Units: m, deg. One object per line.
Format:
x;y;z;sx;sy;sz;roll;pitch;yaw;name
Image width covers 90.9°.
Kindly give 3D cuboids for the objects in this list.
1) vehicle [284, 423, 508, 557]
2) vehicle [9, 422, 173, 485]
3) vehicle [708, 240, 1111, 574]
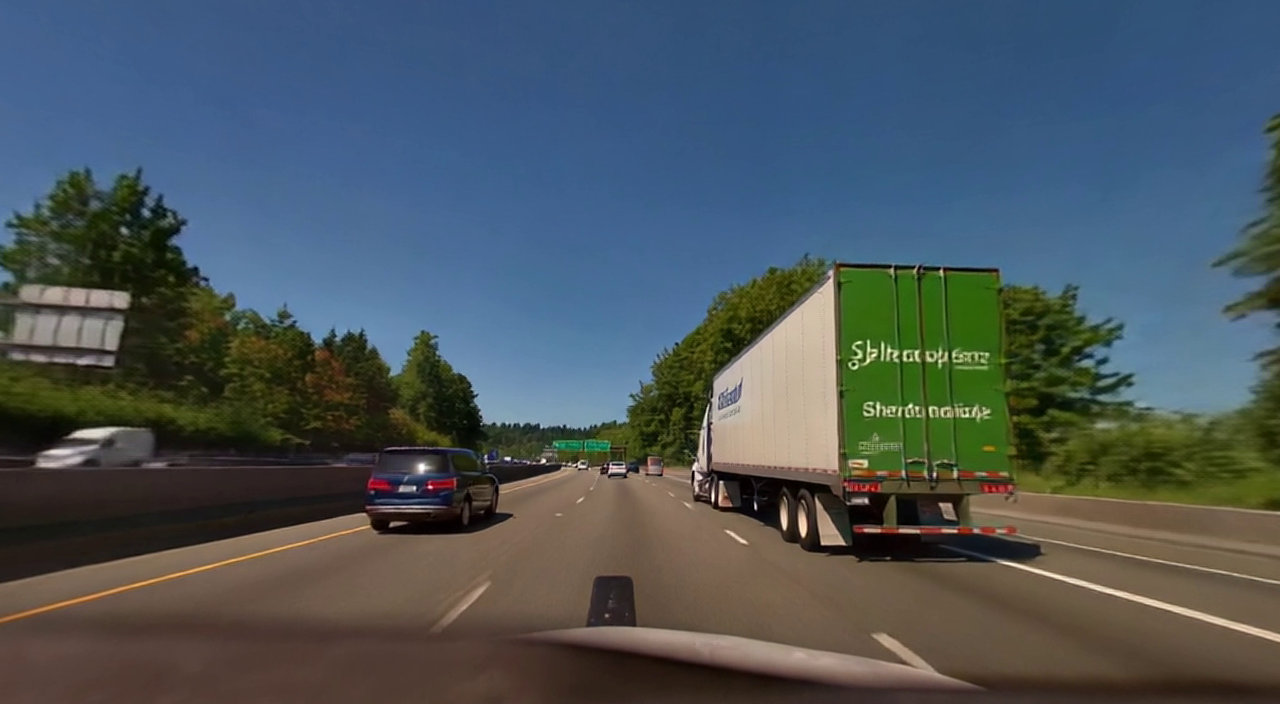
-3.811;2.307;10.969;2.070;1.775;4.646;1;-10;-1;vehicle
-23.898;4.538;27.823;2.254;2.445;5.374;1;-10;0;vehicle
4.149;1.876;15.070;2.992;4.300;13.967;1;-10;-2;vehicle
